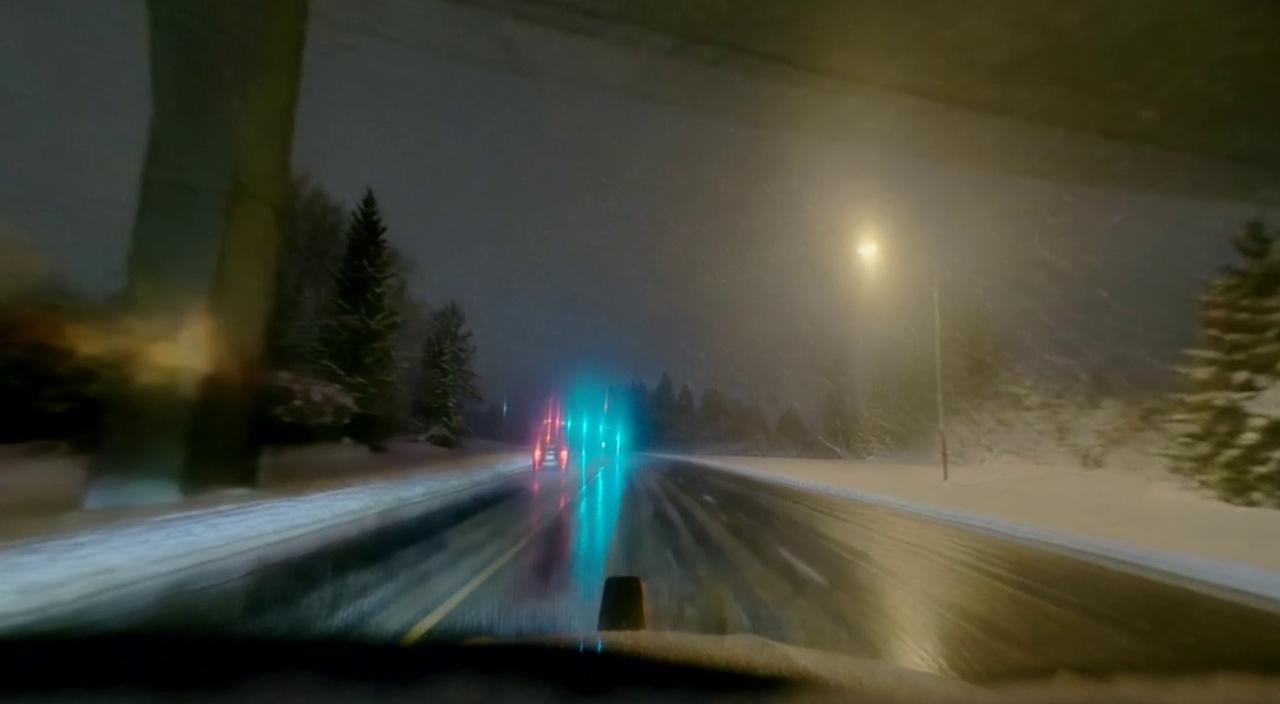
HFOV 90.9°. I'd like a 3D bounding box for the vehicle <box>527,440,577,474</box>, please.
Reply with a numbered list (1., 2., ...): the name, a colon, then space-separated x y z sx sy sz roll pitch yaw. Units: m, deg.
1. vehicle: -4.167 5.048 30.507 1.968 1.503 4.443 0 -8 -2
